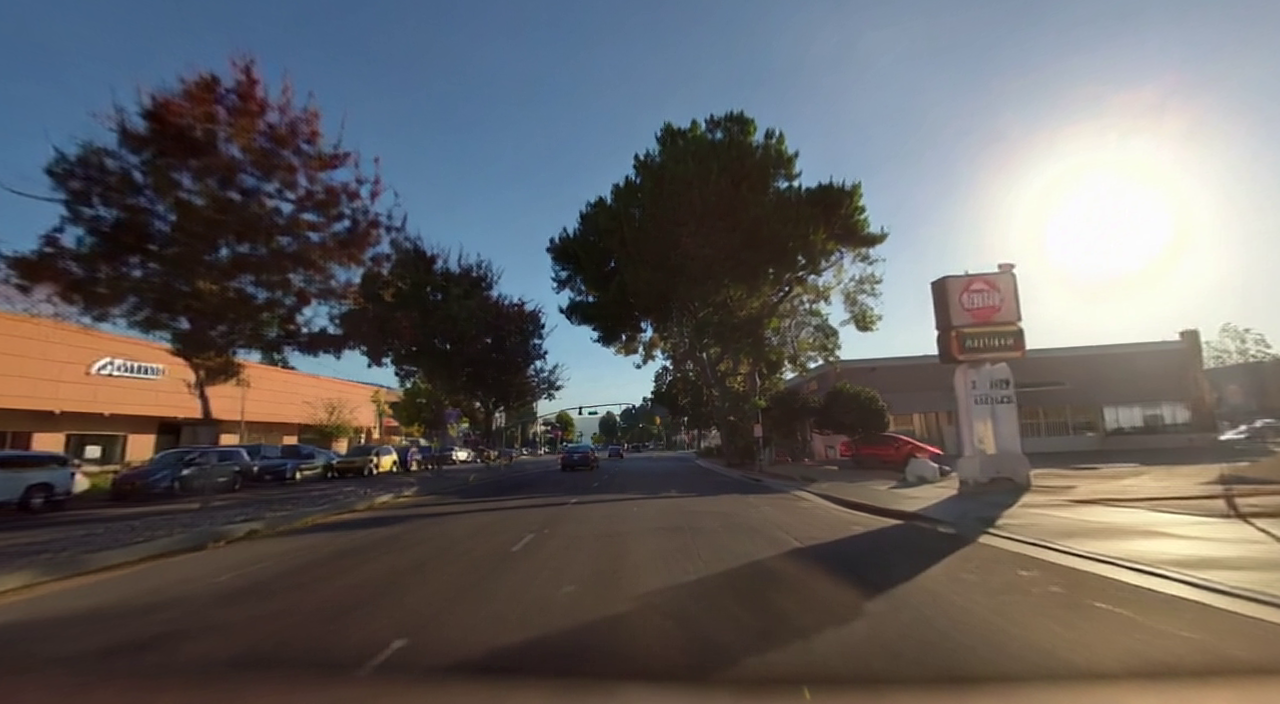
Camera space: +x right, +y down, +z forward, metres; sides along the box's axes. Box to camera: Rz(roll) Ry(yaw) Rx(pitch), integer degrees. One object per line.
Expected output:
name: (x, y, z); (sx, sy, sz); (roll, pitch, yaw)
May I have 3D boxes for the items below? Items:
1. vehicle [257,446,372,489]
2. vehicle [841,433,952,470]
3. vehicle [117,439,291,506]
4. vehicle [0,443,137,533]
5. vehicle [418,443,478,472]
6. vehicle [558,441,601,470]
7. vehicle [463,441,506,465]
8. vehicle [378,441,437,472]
vehicle: (-12.136, 4.294, 23.778); (1.948, 1.453, 4.431); (0, -8, 0)
vehicle: (11.031, 4.304, 27.230); (3.935, 1.518, 1.985); (0, -8, -1)
vehicle: (-11.918, 3.280, 17.583); (1.852, 1.621, 4.166); (0, -8, 0)
vehicle: (-11.760, 2.385, 11.170); (1.959, 1.488, 4.390); (0, -8, 0)
vehicle: (-11.829, 6.514, 39.016); (2.024, 1.656, 4.837); (-1, -8, 2)
vehicle: (-3.316, 5.780, 35.206); (1.966, 1.481, 4.385); (0, -8, 0)
vehicle: (-11.408, 7.459, 46.408); (2.044, 1.649, 4.211); (0, -8, 0)
vehicle: (-15.062, 6.765, 40.997); (1.936, 1.813, 4.921); (-1, -8, 0)
